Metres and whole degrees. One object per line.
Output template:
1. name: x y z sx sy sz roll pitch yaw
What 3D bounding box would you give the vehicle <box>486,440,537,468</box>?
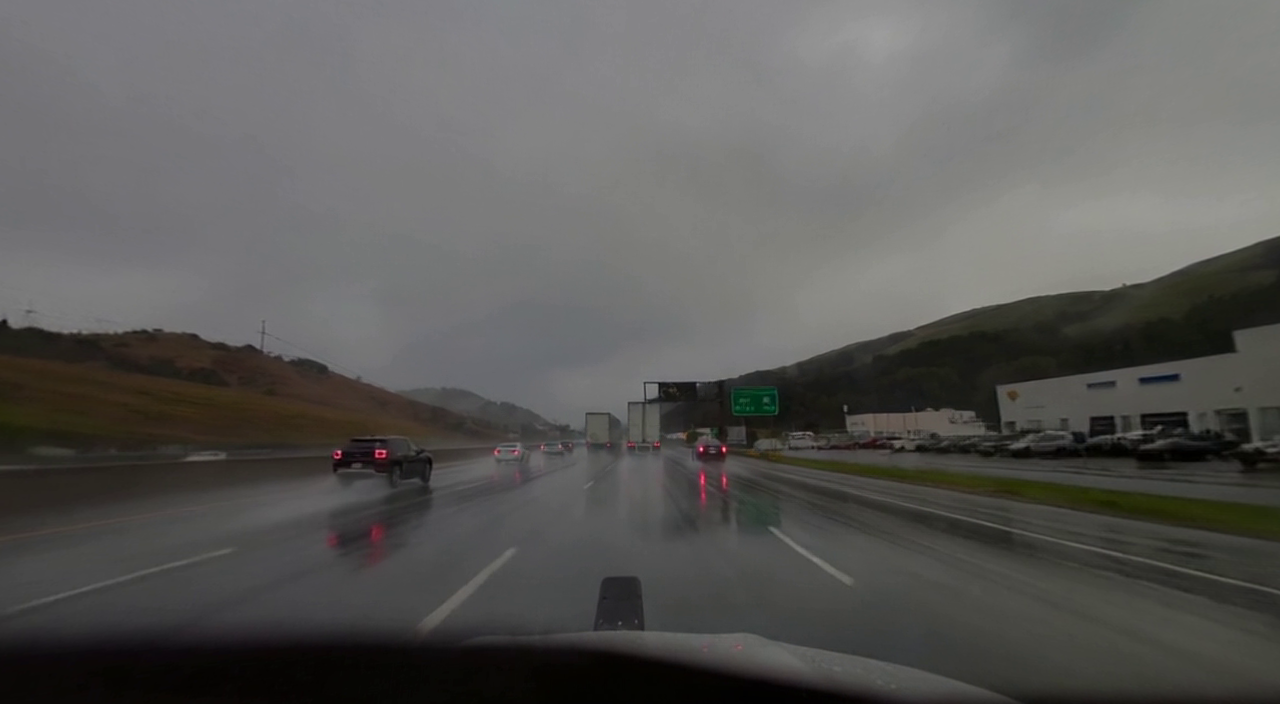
1. vehicle: -7.241 5.798 36.084 1.891 1.460 4.506 0 -8 1

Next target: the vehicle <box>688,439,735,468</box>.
1. vehicle: 3.765 5.451 34.055 2.006 1.452 4.246 0 -9 -1

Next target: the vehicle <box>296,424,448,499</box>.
1. vehicle: -7.017 2.908 17.146 2.122 1.754 4.379 0 -8 1

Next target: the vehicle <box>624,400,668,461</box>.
1. vehicle: 0.347 6.115 48.288 2.969 4.104 10.906 0 -9 -1
